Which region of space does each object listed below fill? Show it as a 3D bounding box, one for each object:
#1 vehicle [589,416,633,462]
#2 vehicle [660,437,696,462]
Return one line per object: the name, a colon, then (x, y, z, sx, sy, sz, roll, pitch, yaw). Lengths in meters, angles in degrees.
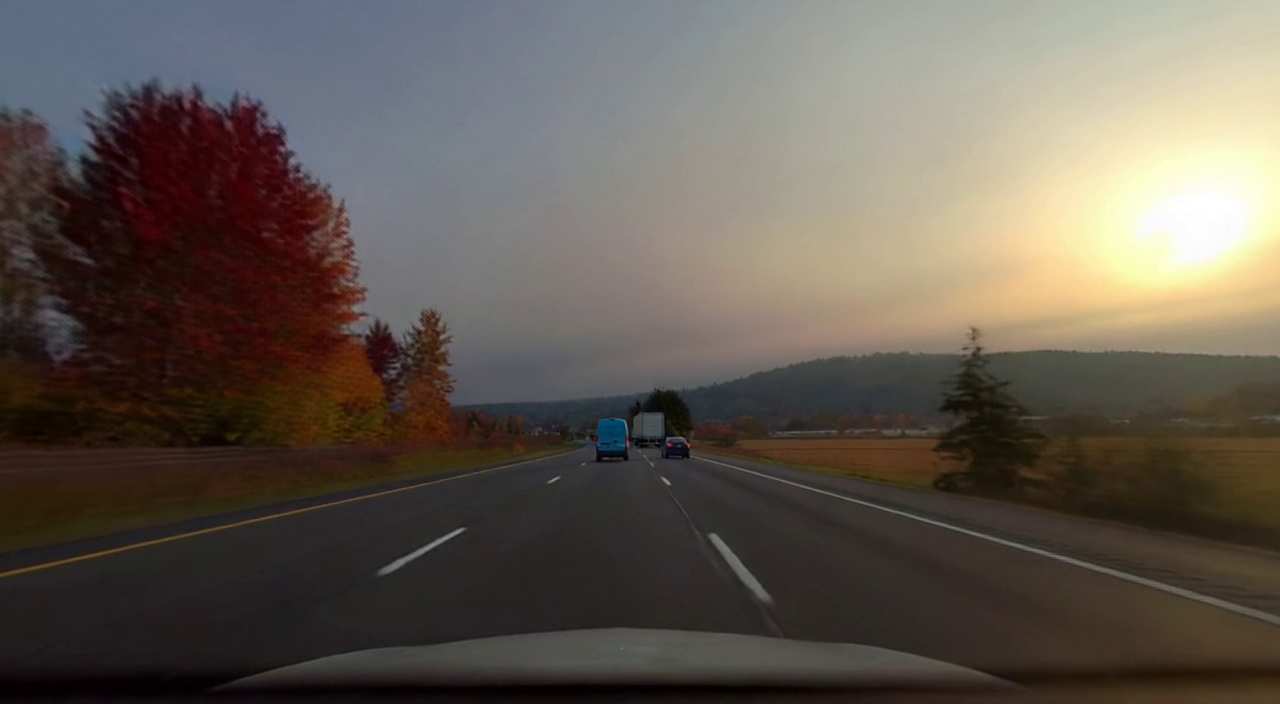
vehicle: (-1.689, 5.366, 38.747, 2.389, 2.637, 5.437, 0, -8, 0)
vehicle: (2.439, 6.353, 41.257, 1.962, 1.508, 4.363, 0, -8, -2)
